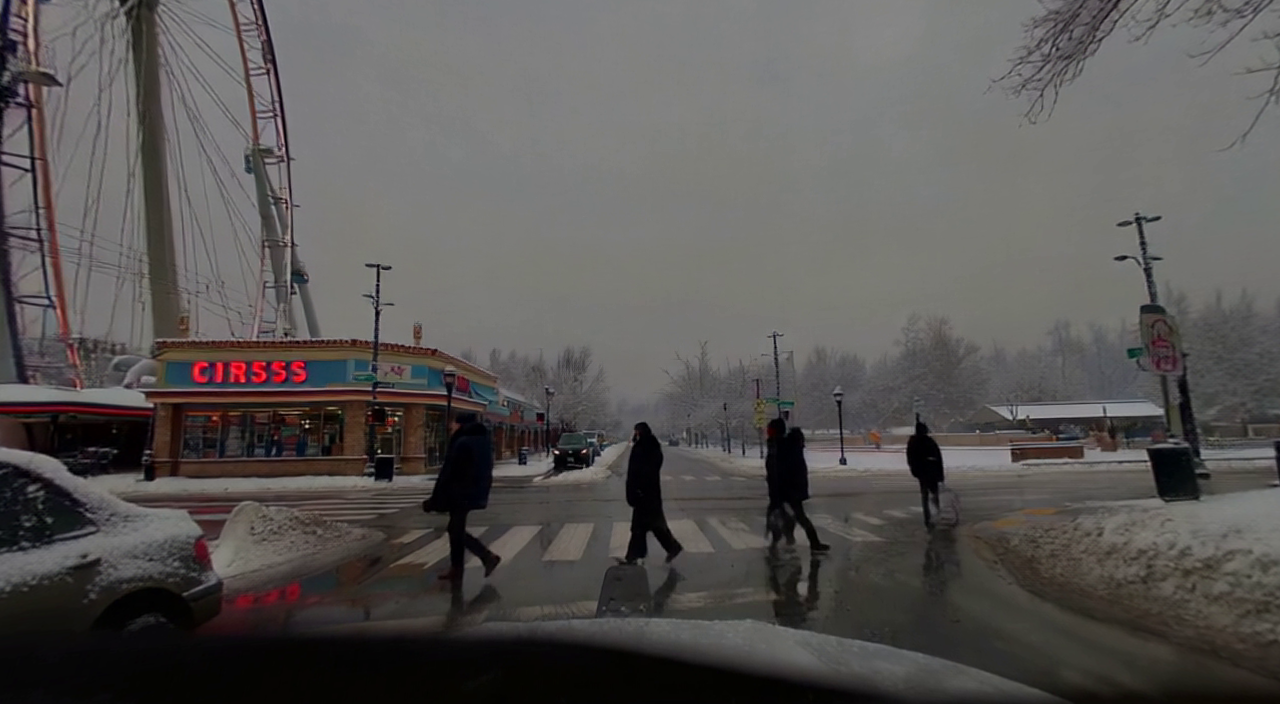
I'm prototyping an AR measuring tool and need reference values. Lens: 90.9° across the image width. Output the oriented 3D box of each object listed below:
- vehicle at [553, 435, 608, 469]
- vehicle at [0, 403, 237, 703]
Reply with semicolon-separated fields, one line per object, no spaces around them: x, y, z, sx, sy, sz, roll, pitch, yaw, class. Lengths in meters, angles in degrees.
-3.885;6.355;40.268;2.549;2.000;5.699;2;-9;-15;vehicle
-3.371;0.787;1.186;1.940;1.505;4.676;-1;-9;3;vehicle
